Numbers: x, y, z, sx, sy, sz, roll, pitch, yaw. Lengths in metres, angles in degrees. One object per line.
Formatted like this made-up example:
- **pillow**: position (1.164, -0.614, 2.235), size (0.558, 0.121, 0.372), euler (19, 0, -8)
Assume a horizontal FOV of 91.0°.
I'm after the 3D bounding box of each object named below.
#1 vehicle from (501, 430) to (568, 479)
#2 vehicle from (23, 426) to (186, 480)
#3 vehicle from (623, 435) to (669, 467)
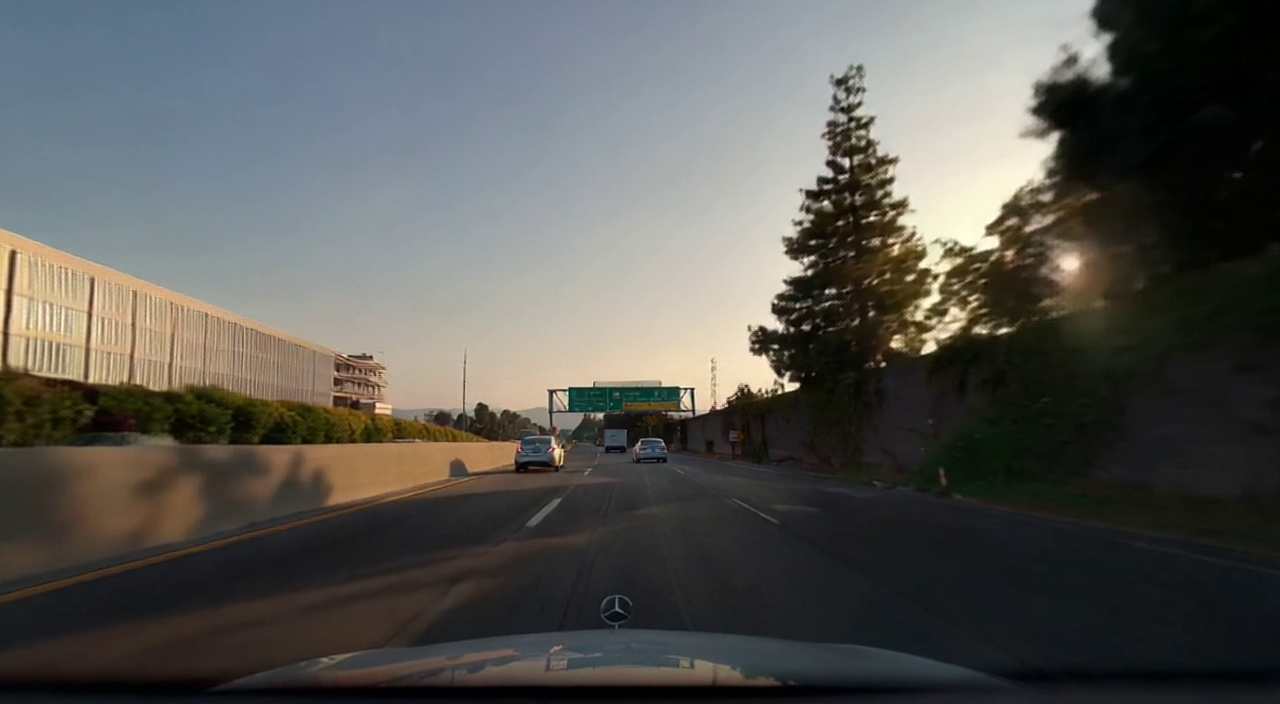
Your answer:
- **vehicle**: position (-4.139, 4.080, 25.345), size (2.080, 1.733, 4.410), euler (0, -8, -2)
- **vehicle**: position (-17.076, 3.233, 20.382), size (1.853, 1.517, 3.978), euler (0, -8, -2)
- **vehicle**: position (0.263, 5.519, 35.263), size (2.078, 1.608, 3.982), euler (0, -8, -6)
